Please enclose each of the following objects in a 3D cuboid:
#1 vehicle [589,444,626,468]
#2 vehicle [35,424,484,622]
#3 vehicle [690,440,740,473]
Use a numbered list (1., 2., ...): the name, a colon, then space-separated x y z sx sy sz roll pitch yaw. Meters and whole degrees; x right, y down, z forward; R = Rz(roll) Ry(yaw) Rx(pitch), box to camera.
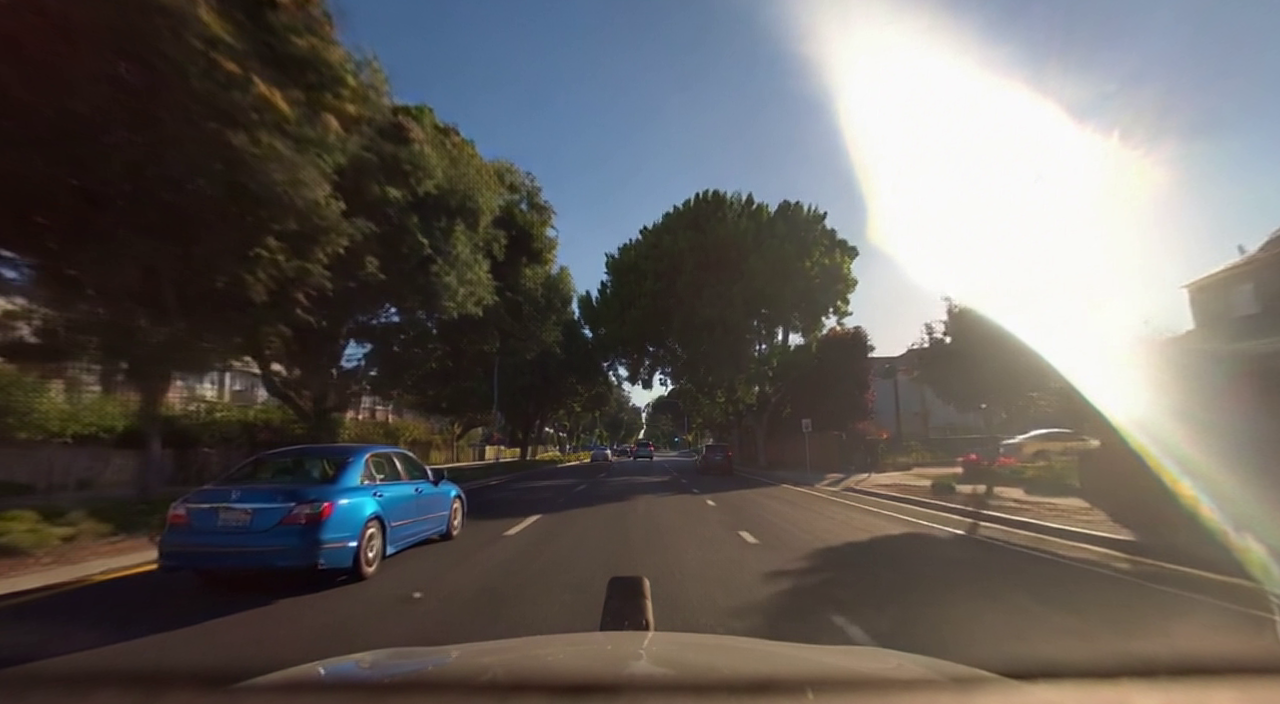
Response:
1. vehicle: -2.039 6.726 40.936 1.940 1.473 4.133 -1 -9 4
2. vehicle: -3.559 1.691 7.405 2.091 1.503 4.989 0 -8 1
3. vehicle: 4.014 5.671 34.441 2.182 1.688 4.187 0 -9 0
